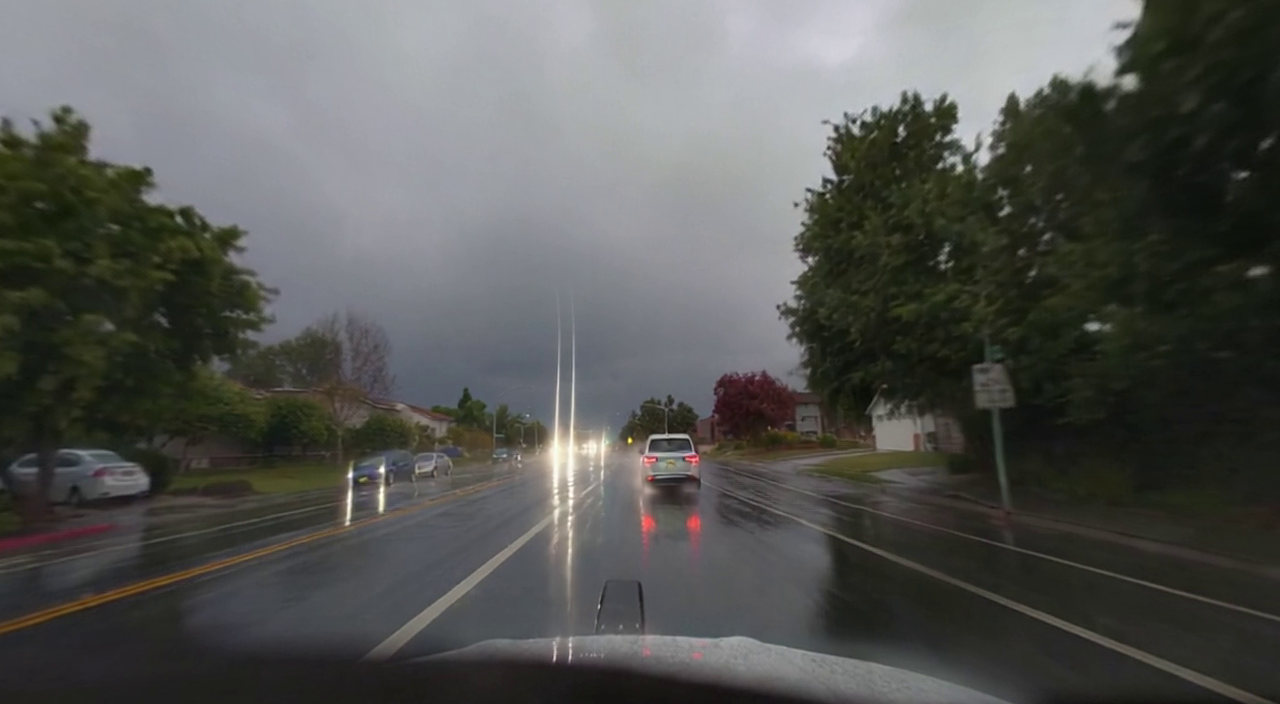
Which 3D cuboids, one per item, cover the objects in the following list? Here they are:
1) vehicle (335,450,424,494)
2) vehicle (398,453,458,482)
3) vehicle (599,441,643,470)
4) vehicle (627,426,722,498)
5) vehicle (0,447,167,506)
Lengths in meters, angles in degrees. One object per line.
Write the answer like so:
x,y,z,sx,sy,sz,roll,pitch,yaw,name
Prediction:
-12.339,5.672,30.333,2.150,1.644,5.120,-6,-8,-2,vehicle
-12.071,6.565,36.256,1.831,1.464,4.520,0,-8,1,vehicle
-1.054,5.545,33.940,2.196,1.449,4.006,0,-8,-3,vehicle
0.808,3.049,17.959,2.200,1.763,4.676,0,-8,-3,vehicle
-20.681,4.336,22.246,6.011,1.909,2.279,1,-9,-4,vehicle
